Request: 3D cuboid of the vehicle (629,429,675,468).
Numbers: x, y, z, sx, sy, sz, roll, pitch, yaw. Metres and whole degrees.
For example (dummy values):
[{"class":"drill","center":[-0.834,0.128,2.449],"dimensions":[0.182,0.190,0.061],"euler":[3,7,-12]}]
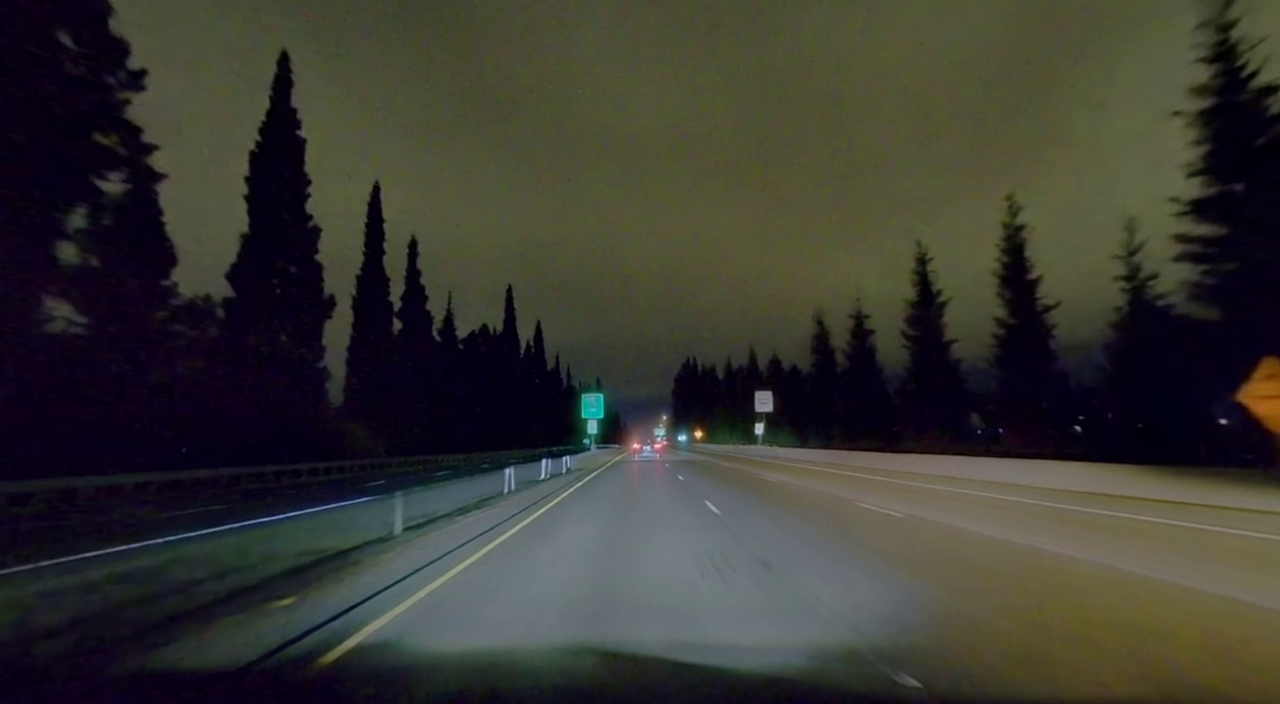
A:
[{"class":"vehicle","center":[0.650,5.156,33.890],"dimensions":[2.301,1.944,4.554],"euler":[0,-8,1]}]
